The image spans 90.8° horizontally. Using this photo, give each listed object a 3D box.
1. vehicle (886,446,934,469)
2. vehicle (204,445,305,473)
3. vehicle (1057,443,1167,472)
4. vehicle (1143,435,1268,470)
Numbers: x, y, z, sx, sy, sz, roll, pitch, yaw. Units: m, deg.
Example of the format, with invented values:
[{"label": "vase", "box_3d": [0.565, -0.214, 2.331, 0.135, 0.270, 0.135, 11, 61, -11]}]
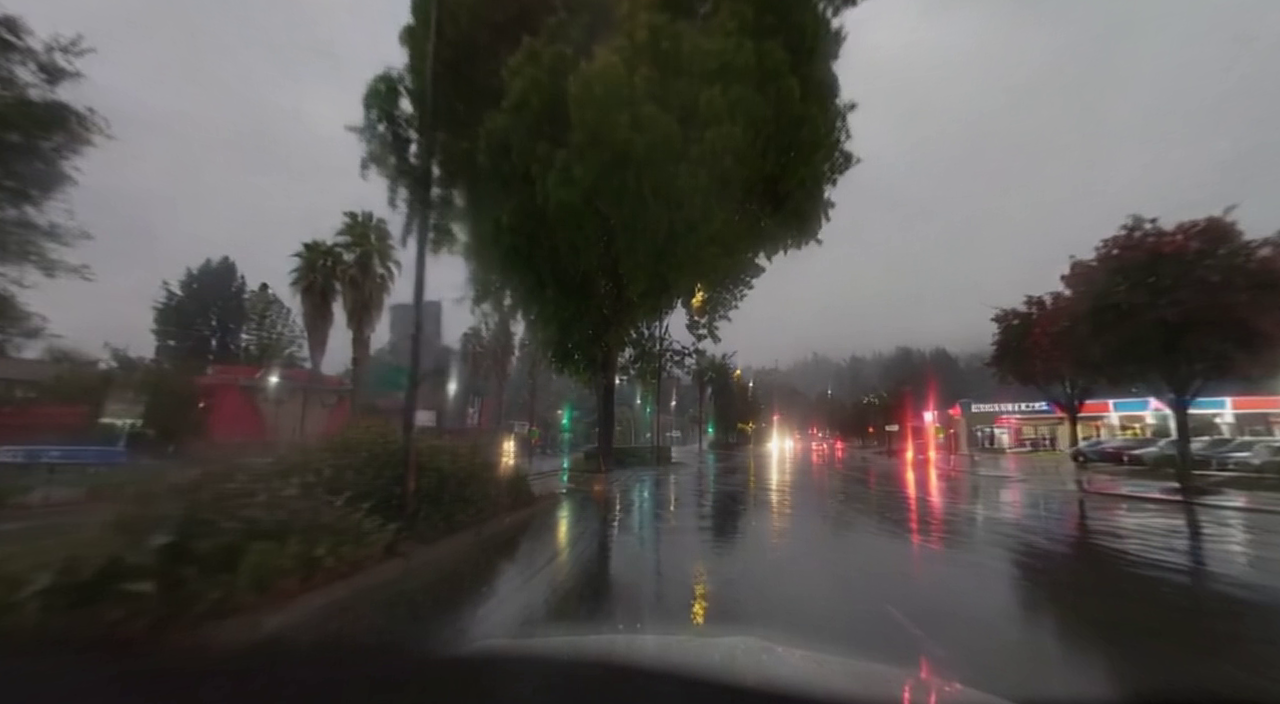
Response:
[{"label": "vehicle", "box_3d": [18.779, 7.319, 44.148, 2.099, 1.464, 4.615, -2, -8, 11]}, {"label": "vehicle", "box_3d": [-20.818, 5.743, 34.150, 4.520, 1.439, 1.919, -2, -9, 13]}, {"label": "vehicle", "box_3d": [25.391, 5.664, 34.203, 1.843, 1.455, 4.558, 2, -9, -12]}, {"label": "vehicle", "box_3d": [30.681, 5.454, 34.486, 2.045, 1.714, 4.611, 2, -9, -15]}]
